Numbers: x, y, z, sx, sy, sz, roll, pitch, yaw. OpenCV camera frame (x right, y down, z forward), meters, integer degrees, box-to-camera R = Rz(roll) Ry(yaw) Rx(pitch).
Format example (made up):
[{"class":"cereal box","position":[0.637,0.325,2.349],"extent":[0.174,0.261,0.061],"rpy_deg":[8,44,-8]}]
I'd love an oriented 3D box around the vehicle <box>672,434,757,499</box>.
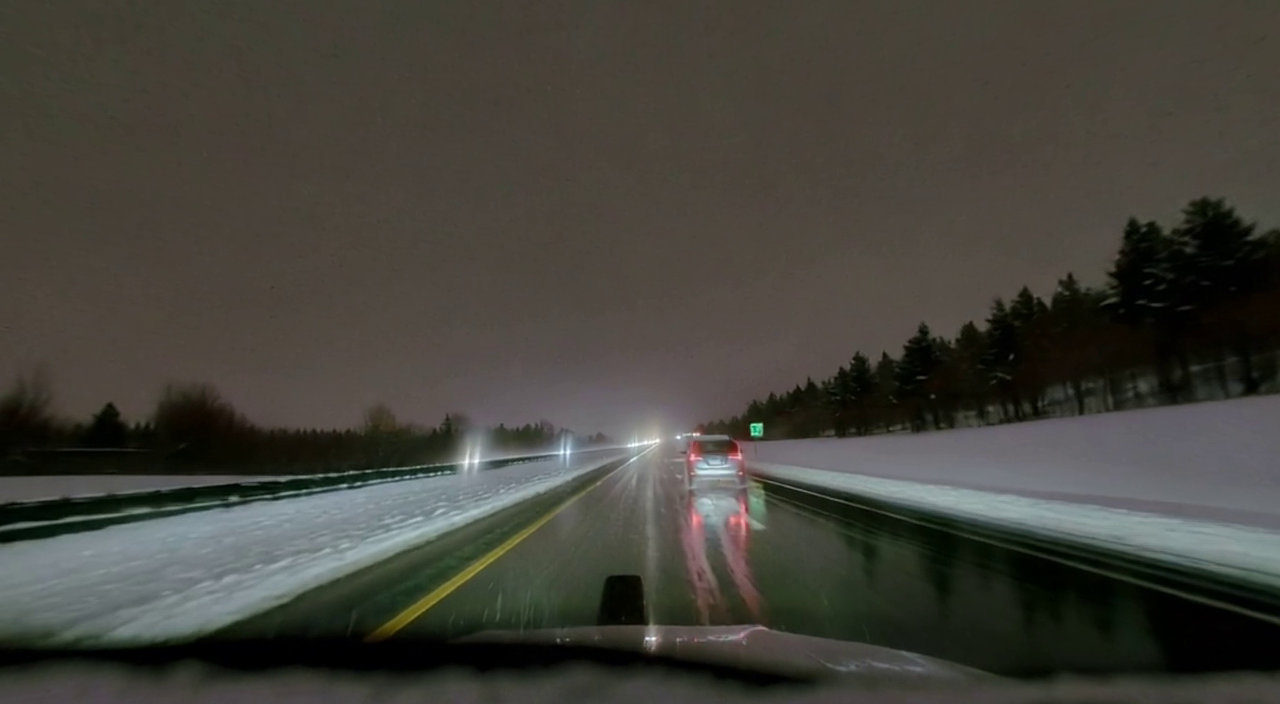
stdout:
[{"class":"vehicle","position":[2.089,3.395,19.060],"extent":[2.143,1.693,4.513],"rpy_deg":[-1,-8,2]}]
